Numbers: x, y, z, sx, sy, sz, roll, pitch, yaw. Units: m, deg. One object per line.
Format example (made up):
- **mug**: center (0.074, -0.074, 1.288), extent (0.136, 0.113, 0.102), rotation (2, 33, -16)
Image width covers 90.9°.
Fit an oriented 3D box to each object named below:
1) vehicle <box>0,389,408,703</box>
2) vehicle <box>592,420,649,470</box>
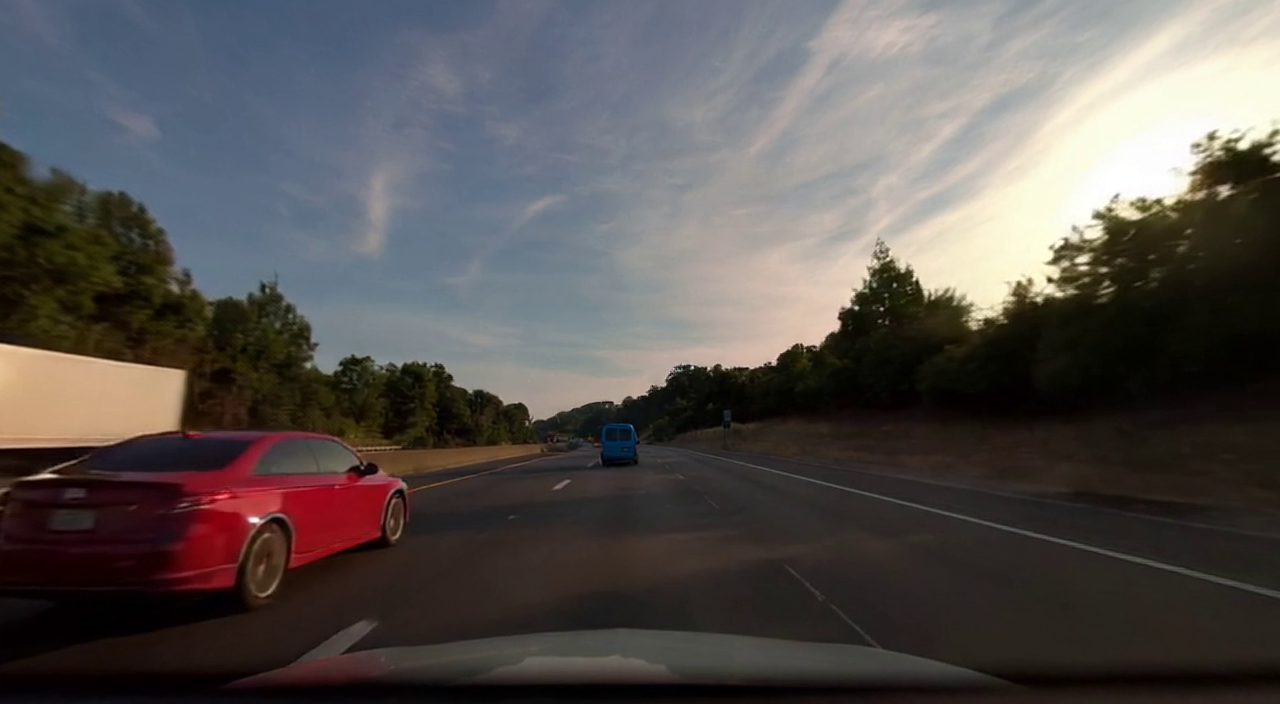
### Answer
- **vehicle**: center (-3.743, 1.168, 4.748), extent (2.096, 1.537, 4.700), rotation (0, -7, 1)
- **vehicle**: center (-0.816, 4.090, 27.867), extent (2.297, 2.011, 4.736), rotation (0, -8, 0)
